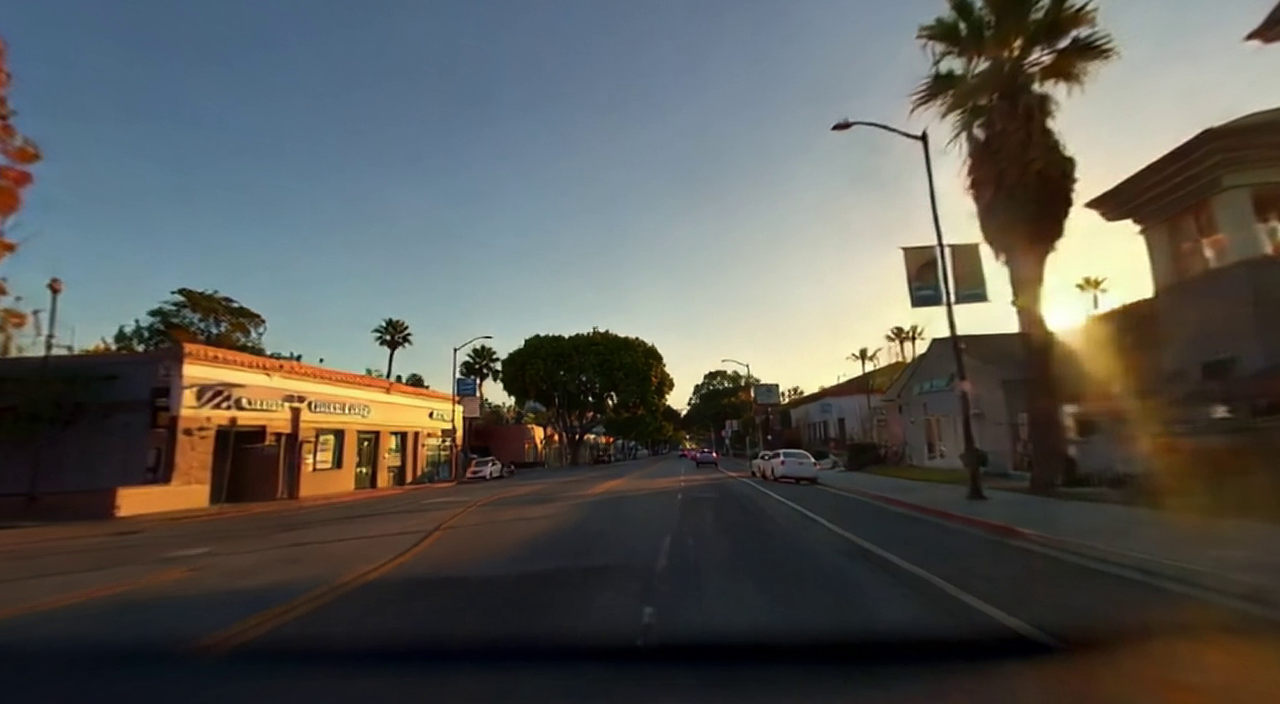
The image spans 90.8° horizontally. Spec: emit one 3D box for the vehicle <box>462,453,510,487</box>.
[{"bbox_3d":[-10.999,8.433,45.544,1.949,2.026,5.141,2,-7,2],"label":"vehicle"}]

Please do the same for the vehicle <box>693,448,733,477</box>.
[{"bbox_3d":[4.098,6.155,35.430,2.067,1.477,4.653,-1,-9,6],"label":"vehicle"}]

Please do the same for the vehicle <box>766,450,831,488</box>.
[{"bbox_3d":[6.808,5.036,27.597,1.834,1.504,4.331,0,-8,1],"label":"vehicle"}]
